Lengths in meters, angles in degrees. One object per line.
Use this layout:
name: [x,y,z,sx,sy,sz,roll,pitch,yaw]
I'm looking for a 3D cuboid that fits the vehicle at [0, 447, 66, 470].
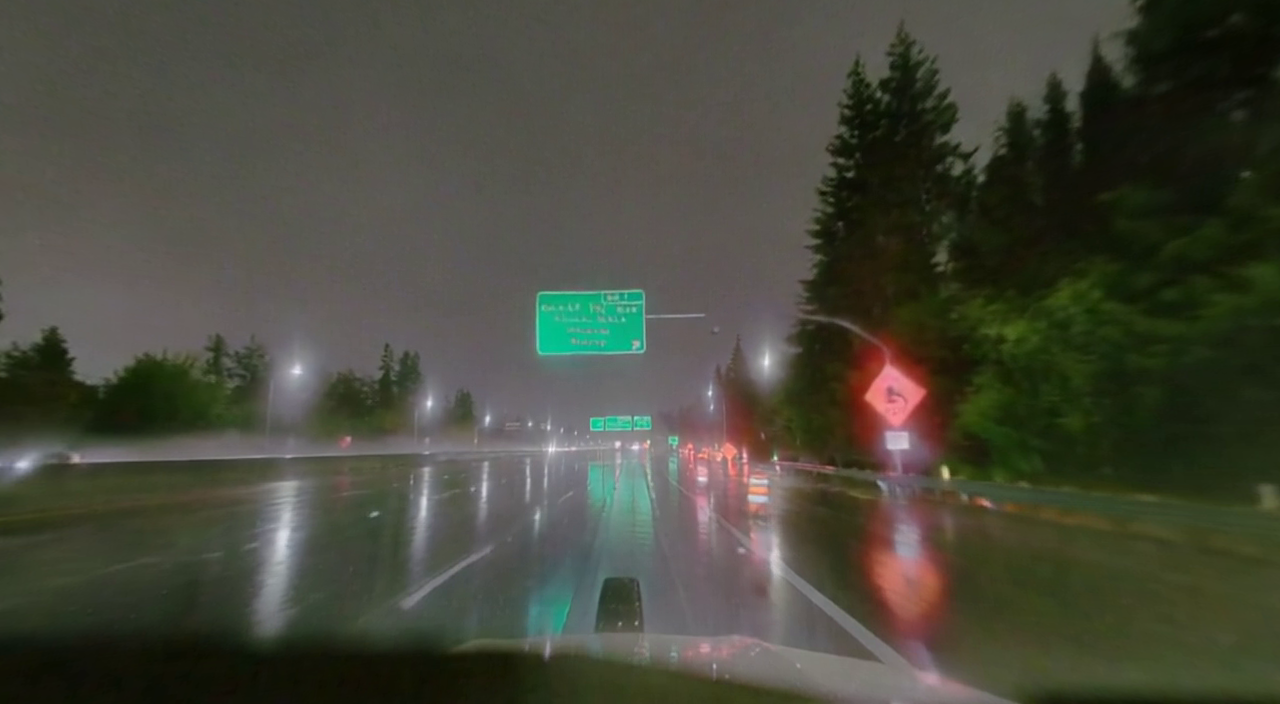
vehicle: [-41.170,7.058,41.768,1.815,1.443,4.563,0,-10,0]
